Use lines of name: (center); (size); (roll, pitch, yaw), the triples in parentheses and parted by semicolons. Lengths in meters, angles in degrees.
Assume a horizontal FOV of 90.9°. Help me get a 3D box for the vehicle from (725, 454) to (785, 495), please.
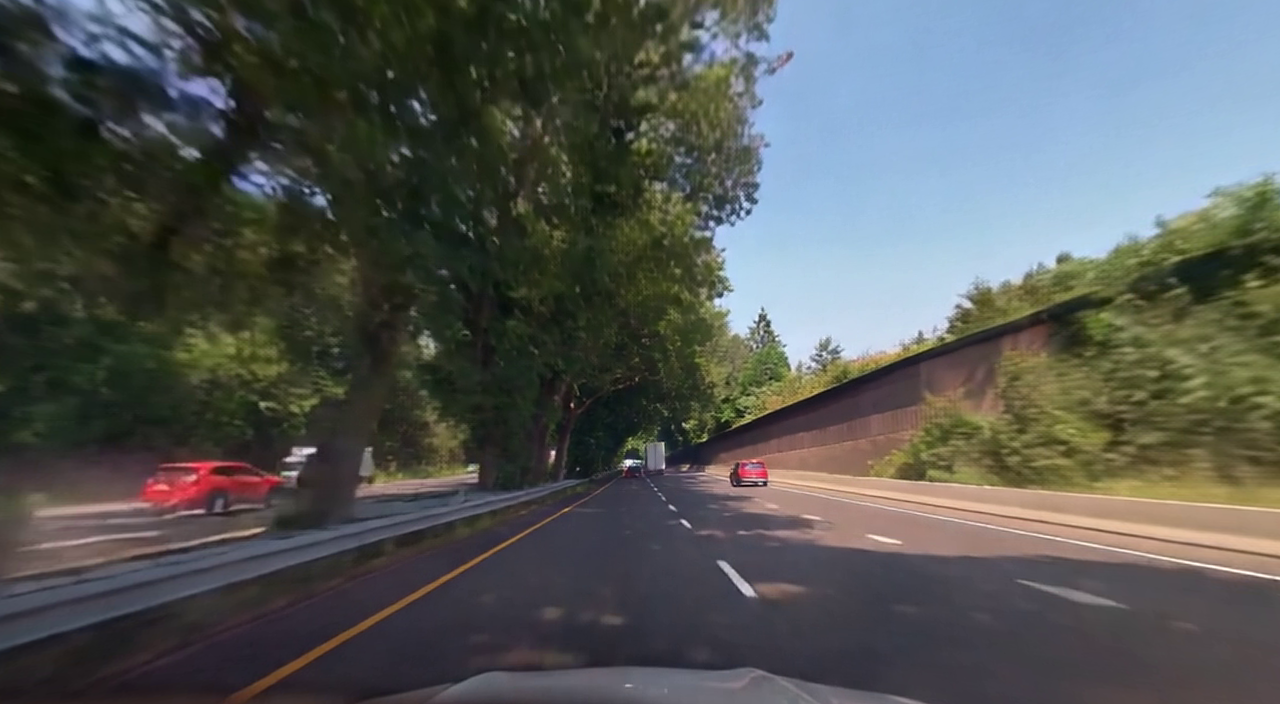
vehicle: (5.538, 5.965, 30.870); (1.998, 1.776, 4.663); (1, -10, -1)

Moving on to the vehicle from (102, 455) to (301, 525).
vehicle: (-11.805, 3.751, 17.516); (1.952, 1.618, 4.859); (1, -10, 1)

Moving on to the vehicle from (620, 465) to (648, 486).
vehicle: (-0.438, 9.244, 47.245); (1.987, 1.467, 3.903); (1, -10, -1)
